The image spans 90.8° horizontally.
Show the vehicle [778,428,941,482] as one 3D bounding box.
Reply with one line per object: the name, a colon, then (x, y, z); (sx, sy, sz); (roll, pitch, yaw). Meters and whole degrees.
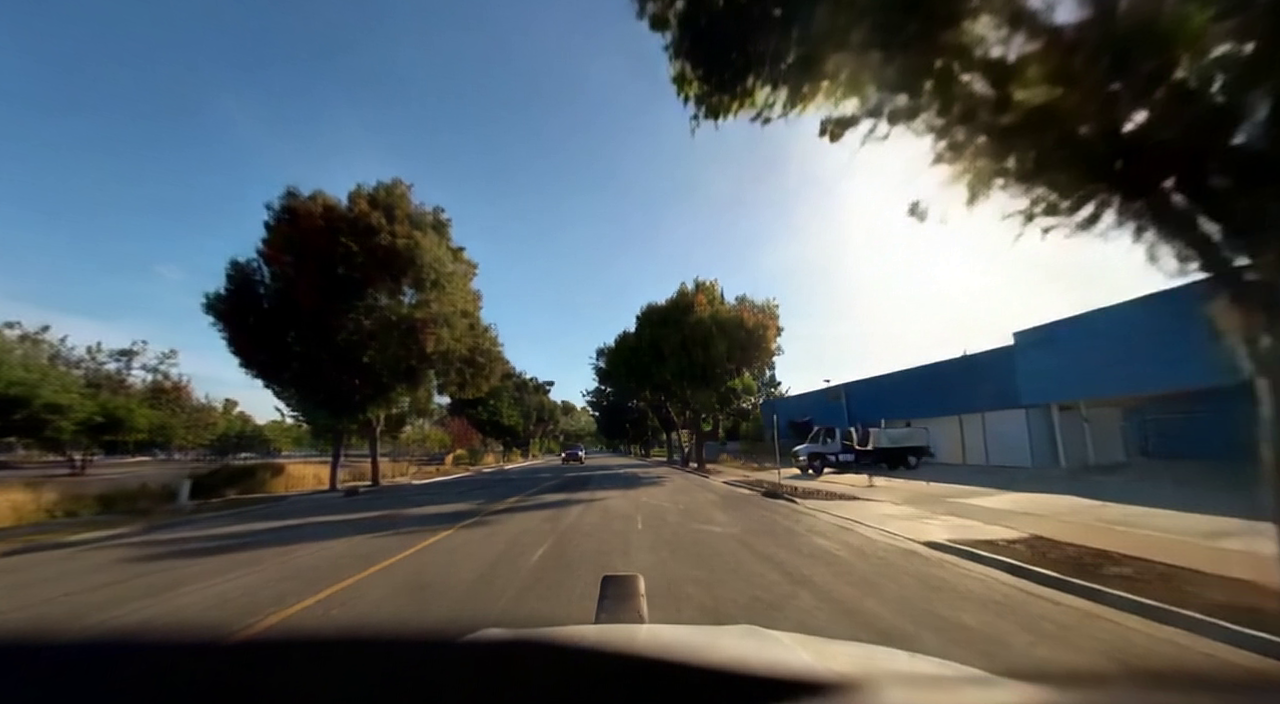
vehicle: (10.912, 5.175, 31.877); (7.188, 2.416, 2.528); (-1, -9, -3)
